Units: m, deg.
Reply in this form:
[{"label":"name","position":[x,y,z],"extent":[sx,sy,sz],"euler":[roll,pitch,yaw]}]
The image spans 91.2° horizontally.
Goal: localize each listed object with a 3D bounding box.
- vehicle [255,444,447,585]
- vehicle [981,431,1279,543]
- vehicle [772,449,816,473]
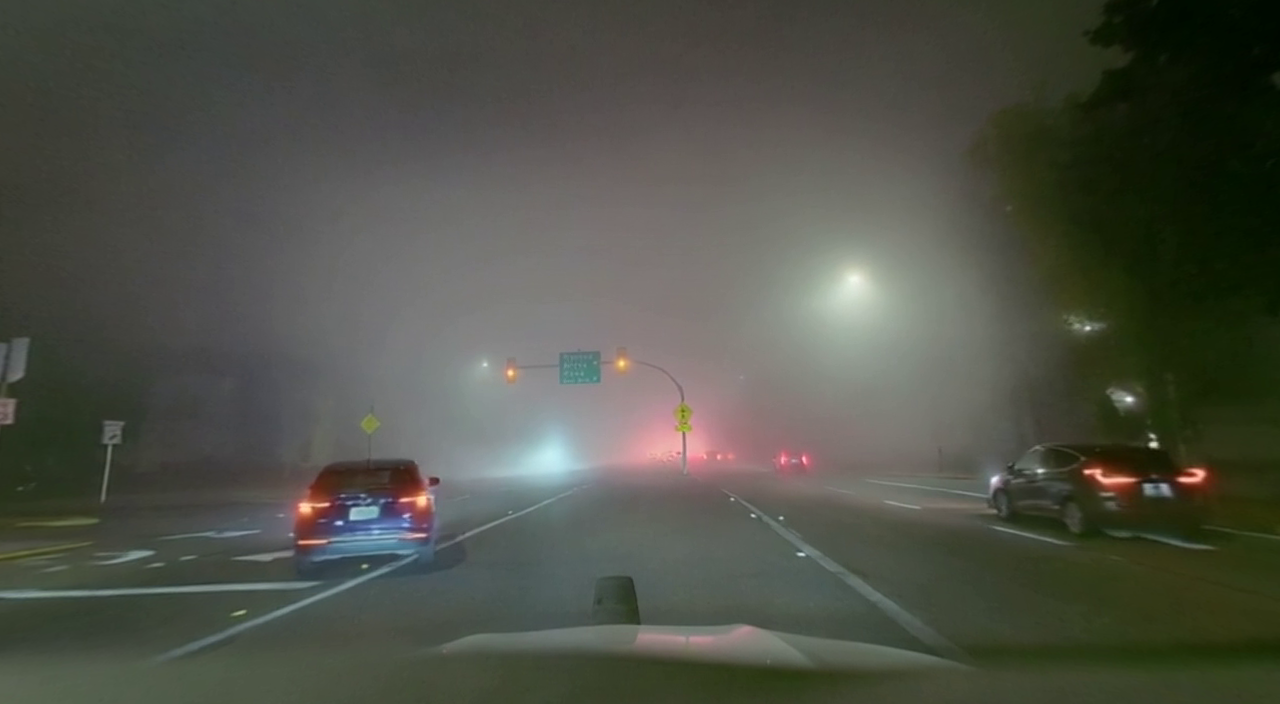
[{"label":"vehicle","position":[-4.203,2.147,9.125],"extent":[2.014,1.525,3.670],"euler":[4,-10,-26]},{"label":"vehicle","position":[8.308,2.300,11.282],"extent":[2.007,1.586,4.210],"euler":[-1,-9,1]},{"label":"vehicle","position":[10.036,7.113,41.218],"extent":[1.931,1.475,4.092],"euler":[-1,-9,1]}]
